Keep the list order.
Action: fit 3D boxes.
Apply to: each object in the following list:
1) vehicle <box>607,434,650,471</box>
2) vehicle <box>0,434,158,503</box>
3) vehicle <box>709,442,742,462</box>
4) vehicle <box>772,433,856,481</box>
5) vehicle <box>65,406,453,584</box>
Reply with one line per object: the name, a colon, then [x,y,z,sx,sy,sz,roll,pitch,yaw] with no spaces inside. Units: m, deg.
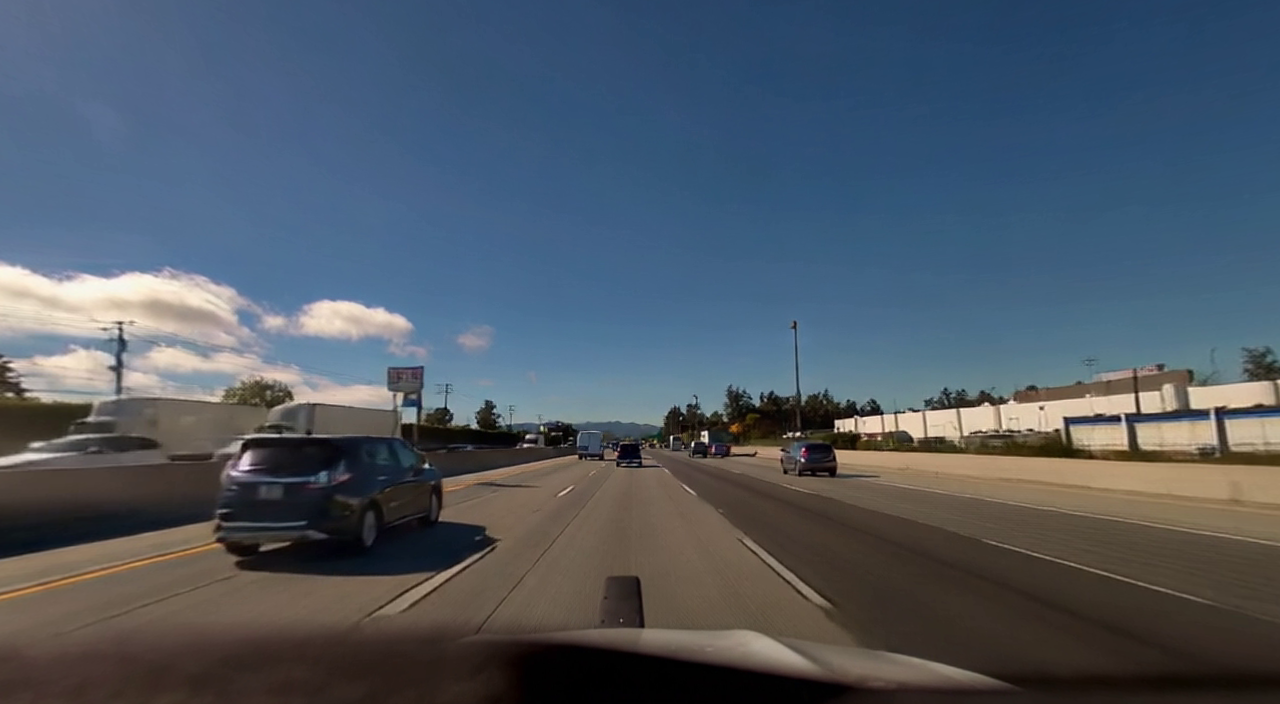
vehicle: [-0.528,5.089,32.139,2.002,1.759,4.658,0,-8,0]
vehicle: [-13.788,2.743,15.210,1.599,1.438,3.419,0,-9,0]
vehicle: [6.632,7.795,49.269,1.879,1.428,4.402,0,-9,-1]
vehicle: [6.540,3.993,24.232,1.944,1.666,4.184,0,-9,-1]
vehicle: [-4.220,1.669,8.225,2.126,1.631,4.643,0,-8,0]
